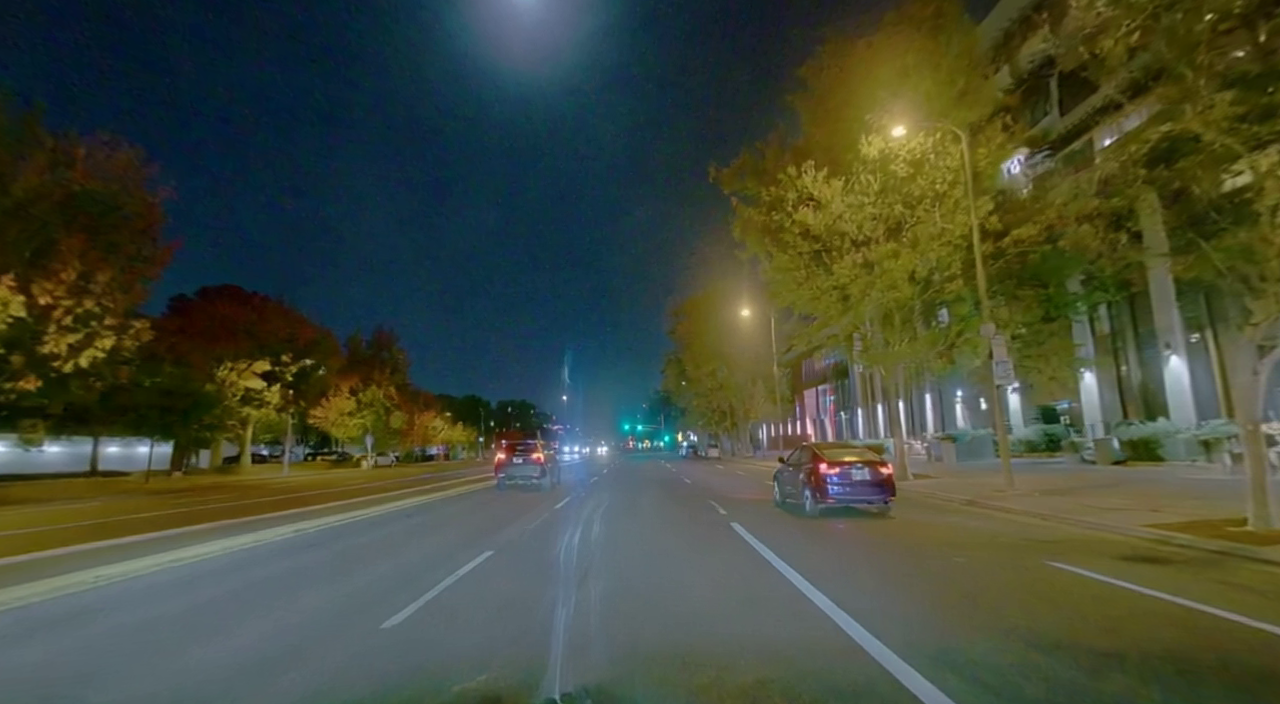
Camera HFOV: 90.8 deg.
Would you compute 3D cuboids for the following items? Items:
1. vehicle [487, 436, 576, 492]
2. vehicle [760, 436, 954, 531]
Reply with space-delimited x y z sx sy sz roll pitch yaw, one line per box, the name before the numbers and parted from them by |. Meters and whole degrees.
vehicle | -3.559 3.779 21.691 2.145 1.694 4.642 0 -9 1
vehicle | 3.866 2.417 12.286 1.961 1.482 4.538 0 -9 -3
